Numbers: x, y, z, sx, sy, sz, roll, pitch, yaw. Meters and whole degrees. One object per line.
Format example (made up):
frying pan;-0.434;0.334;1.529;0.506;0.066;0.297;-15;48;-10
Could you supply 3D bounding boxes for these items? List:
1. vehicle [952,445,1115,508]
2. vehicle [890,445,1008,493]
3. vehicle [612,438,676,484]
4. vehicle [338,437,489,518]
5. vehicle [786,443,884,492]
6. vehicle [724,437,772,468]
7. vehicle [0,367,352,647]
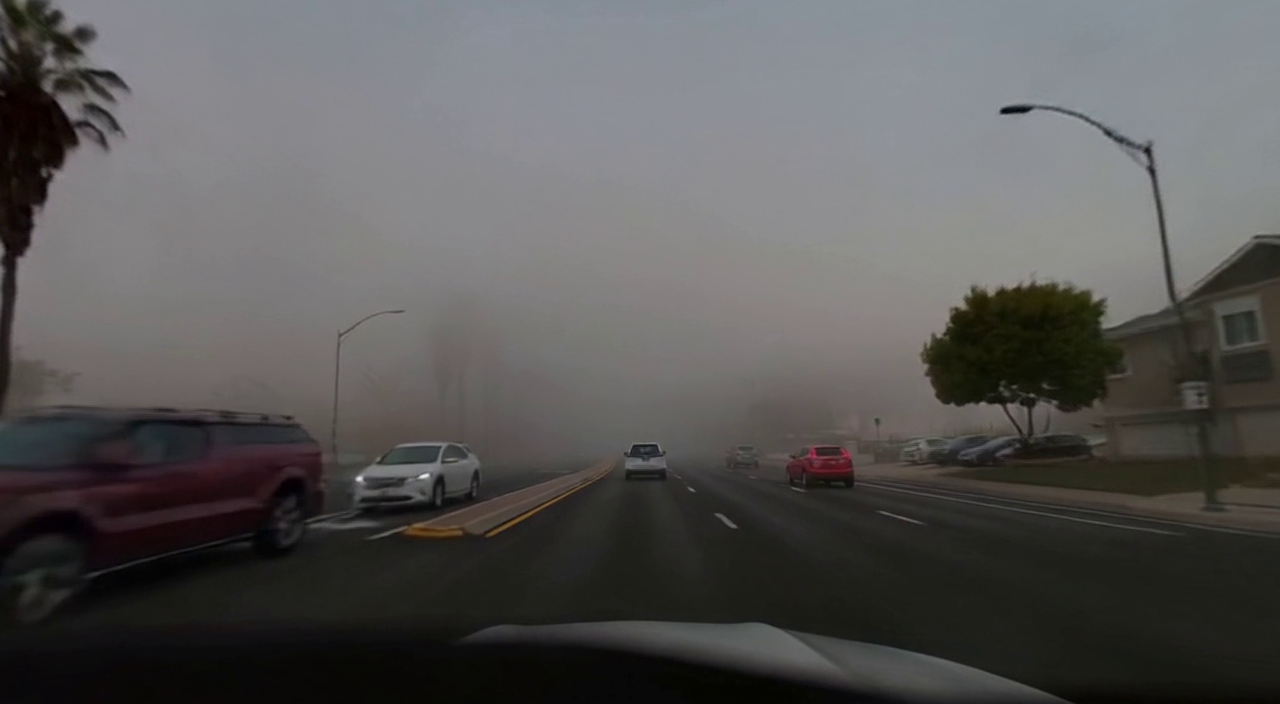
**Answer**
vehicle;10.992;3.475;18.093;1.854;1.477;4.525;2;-9;1
vehicle;11.134;4.227;23.170;1.978;1.551;4.560;0;-9;0
vehicle;0.107;4.268;24.961;2.289;1.679;4.180;0;-9;-1
vehicle;-5.292;2.965;15.477;2.033;1.658;4.472;-1;-9;0
vehicle;6.431;3.829;21.337;1.897;1.477;4.360;0;-9;0
vehicle;7.640;7.194;45.267;2.436;2.010;5.595;0;-9;0
vehicle;-5.328;1.425;6.810;2.193;1.967;4.600;0;-9;0
